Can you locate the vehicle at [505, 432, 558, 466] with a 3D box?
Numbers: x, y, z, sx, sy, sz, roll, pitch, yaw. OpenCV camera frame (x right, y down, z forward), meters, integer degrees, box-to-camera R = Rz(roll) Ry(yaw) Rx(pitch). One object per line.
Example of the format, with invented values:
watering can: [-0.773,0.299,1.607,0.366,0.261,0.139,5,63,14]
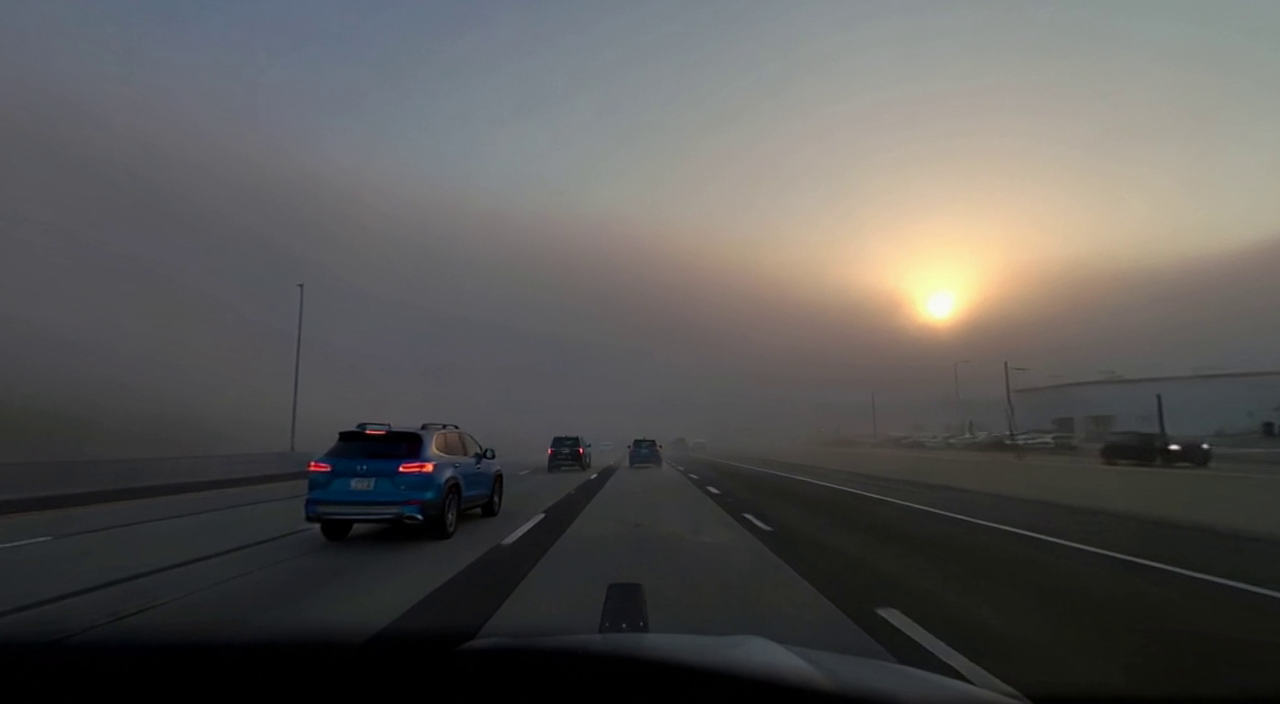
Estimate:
vehicle: [-6.193,5.616,36.534,2.125,1.804,4.864,0,-8,1]

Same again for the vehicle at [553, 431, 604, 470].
vehicle: [-2.902,4.796,30.846,2.007,1.730,4.412,0,-8,1]

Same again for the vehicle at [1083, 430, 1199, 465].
vehicle: [23.198,4.441,29.438,1.854,1.463,4.371,0,-8,1]

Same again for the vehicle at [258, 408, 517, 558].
vehicle: [-3.311,1.819,9.442,1.961,1.687,4.453,0,-8,1]

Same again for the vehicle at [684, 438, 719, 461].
vehicle: [4.263,6.808,44.257,1.980,1.492,4.442,0,-8,-1]

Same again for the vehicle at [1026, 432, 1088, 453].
vehicle: [30.028,6.556,45.567,1.743,1.467,4.058,0,-8,2]

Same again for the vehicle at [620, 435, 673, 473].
vehicle: [0.271,4.340,26.970,2.090,1.474,3.970,0,-8,0]
